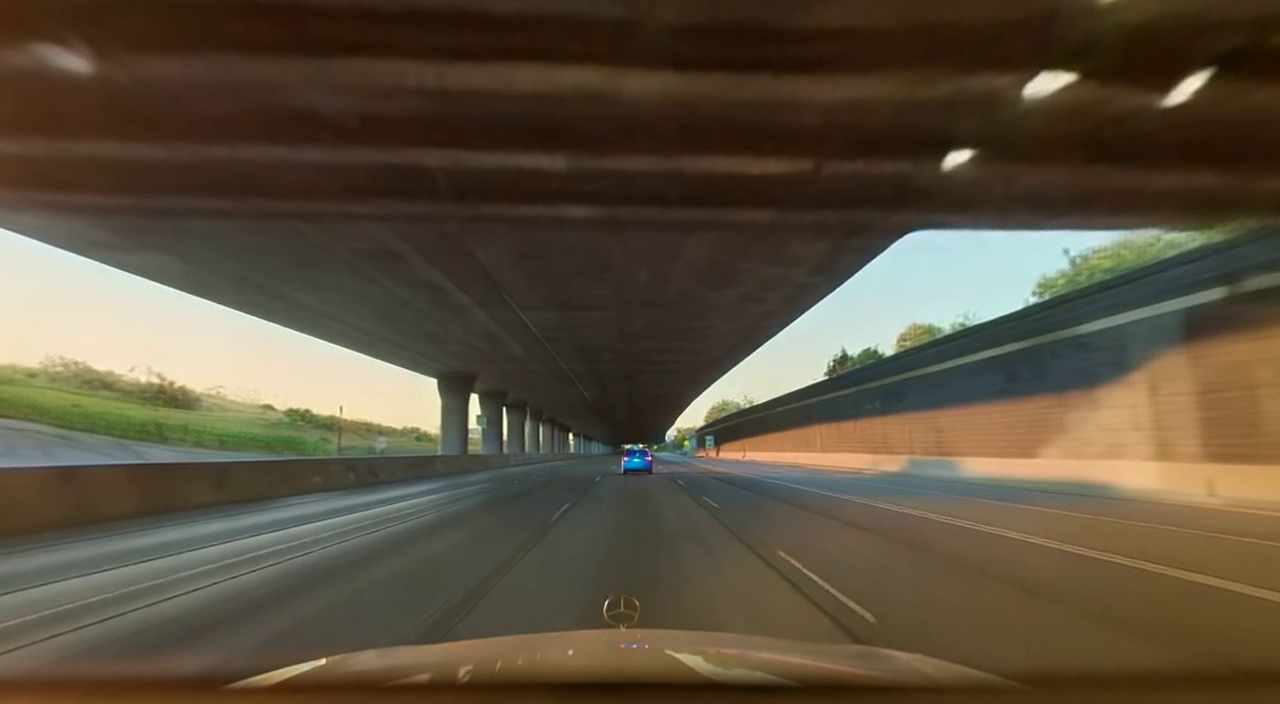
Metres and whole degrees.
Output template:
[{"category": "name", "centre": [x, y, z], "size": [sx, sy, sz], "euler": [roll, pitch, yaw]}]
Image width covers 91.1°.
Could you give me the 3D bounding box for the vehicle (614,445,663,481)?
[{"category": "vehicle", "centre": [-0.126, 5.037, 28.874], "size": [2.055, 1.501, 4.321], "euler": [0, -9, -2]}]
